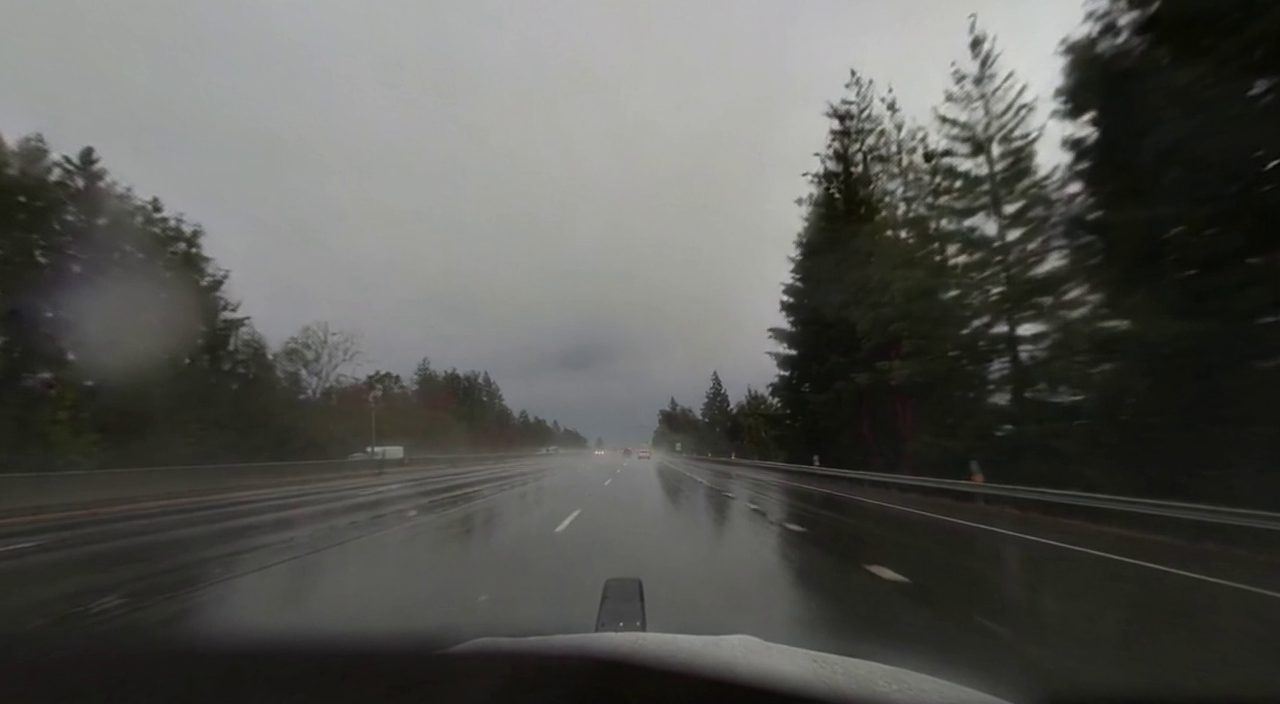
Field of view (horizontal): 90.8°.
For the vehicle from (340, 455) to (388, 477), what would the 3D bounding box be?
[{"bbox_3d":[-19.696,8.146,45.229,1.728,1.495,3.757,0,-9,0],"label":"vehicle"}]
